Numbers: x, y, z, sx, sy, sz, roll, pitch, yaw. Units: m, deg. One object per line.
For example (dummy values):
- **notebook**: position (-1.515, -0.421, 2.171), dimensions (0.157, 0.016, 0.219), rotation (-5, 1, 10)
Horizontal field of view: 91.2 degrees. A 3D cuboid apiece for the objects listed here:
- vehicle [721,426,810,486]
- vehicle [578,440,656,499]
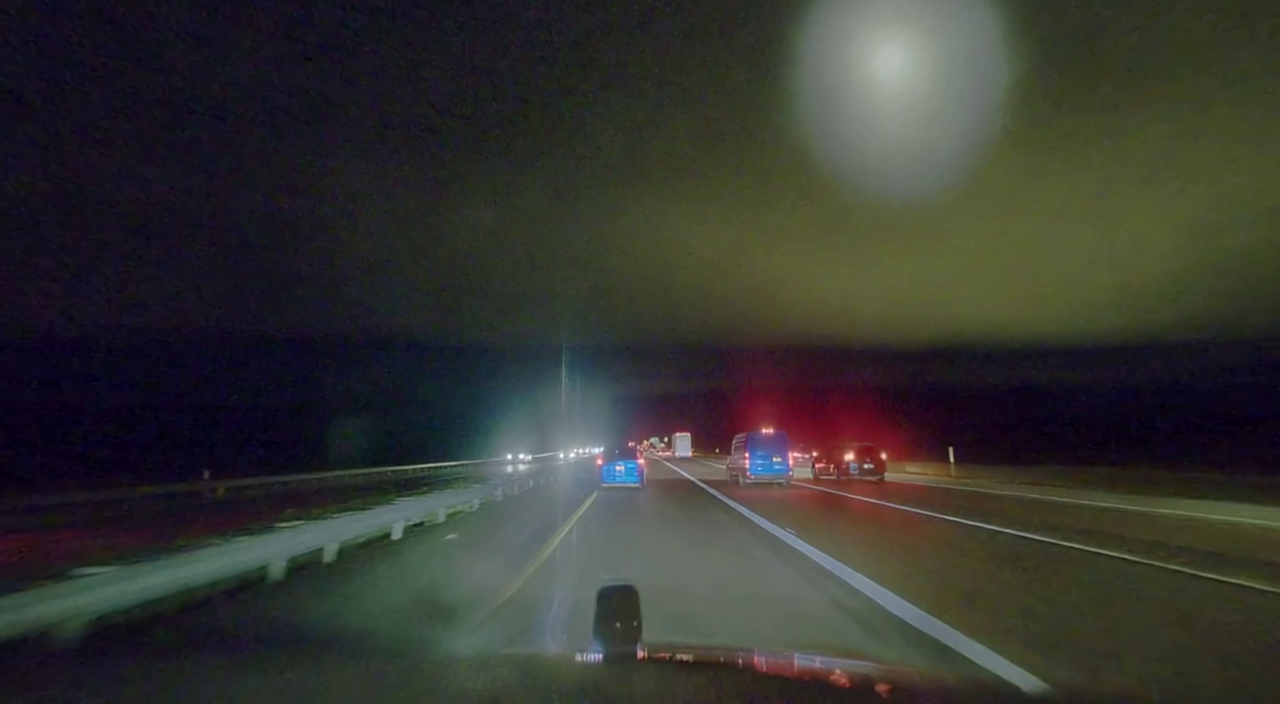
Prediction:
- **vehicle**: position (4.503, 3.853, 23.378), dimensions (2.261, 1.952, 4.784), rotation (0, -9, -1)
- **vehicle**: position (-0.604, 3.340, 18.161), dimensions (2.029, 1.483, 3.769), rotation (0, -9, 0)
